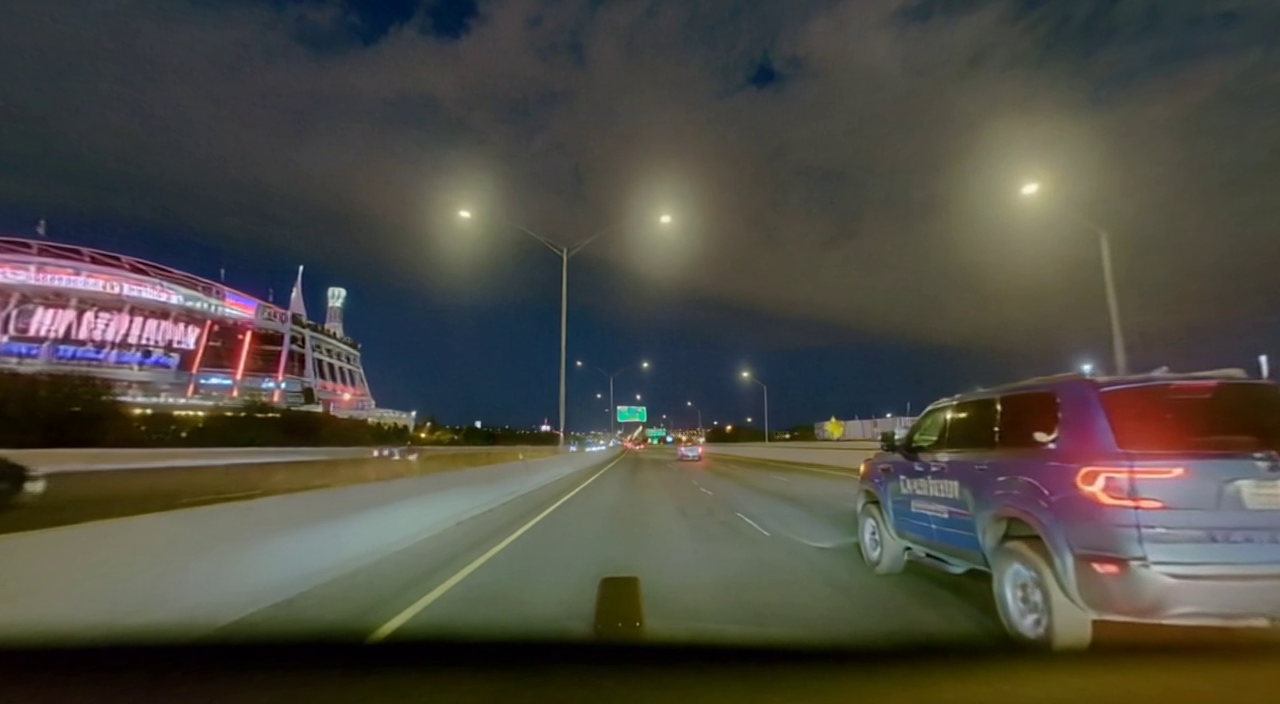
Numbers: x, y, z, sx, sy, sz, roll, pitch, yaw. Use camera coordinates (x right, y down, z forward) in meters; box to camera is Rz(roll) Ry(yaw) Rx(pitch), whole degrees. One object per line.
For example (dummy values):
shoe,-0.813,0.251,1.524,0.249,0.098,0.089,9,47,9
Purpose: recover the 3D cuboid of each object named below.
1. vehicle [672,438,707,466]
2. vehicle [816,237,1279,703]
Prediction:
vehicle,3.282,6.771,42.756,1.973,1.774,4.092,0,-9,-1
vehicle,3.060,0.990,4.347,2.199,2.002,4.970,0,-9,0
